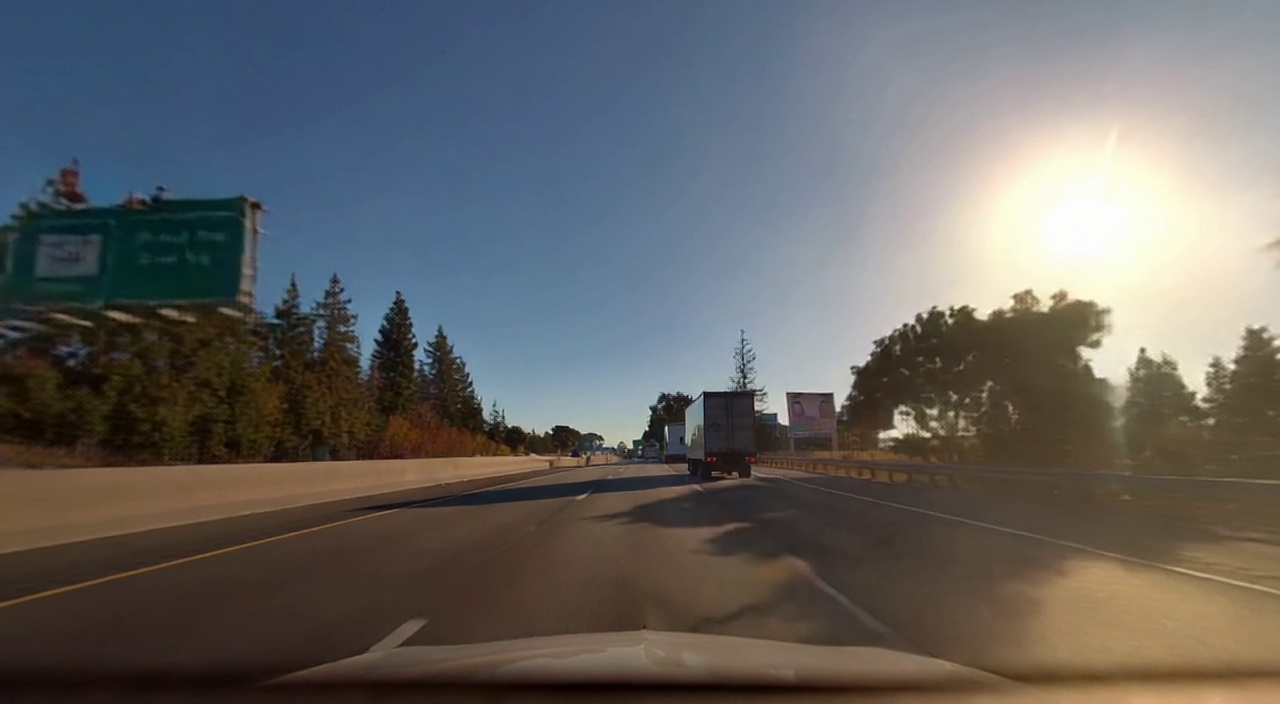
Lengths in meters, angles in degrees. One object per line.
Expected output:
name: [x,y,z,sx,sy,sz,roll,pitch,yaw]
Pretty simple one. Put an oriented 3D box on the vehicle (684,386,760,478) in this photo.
vehicle: [4.366,4.826,36.855,2.826,4.269,14.176,0,-9,1]
